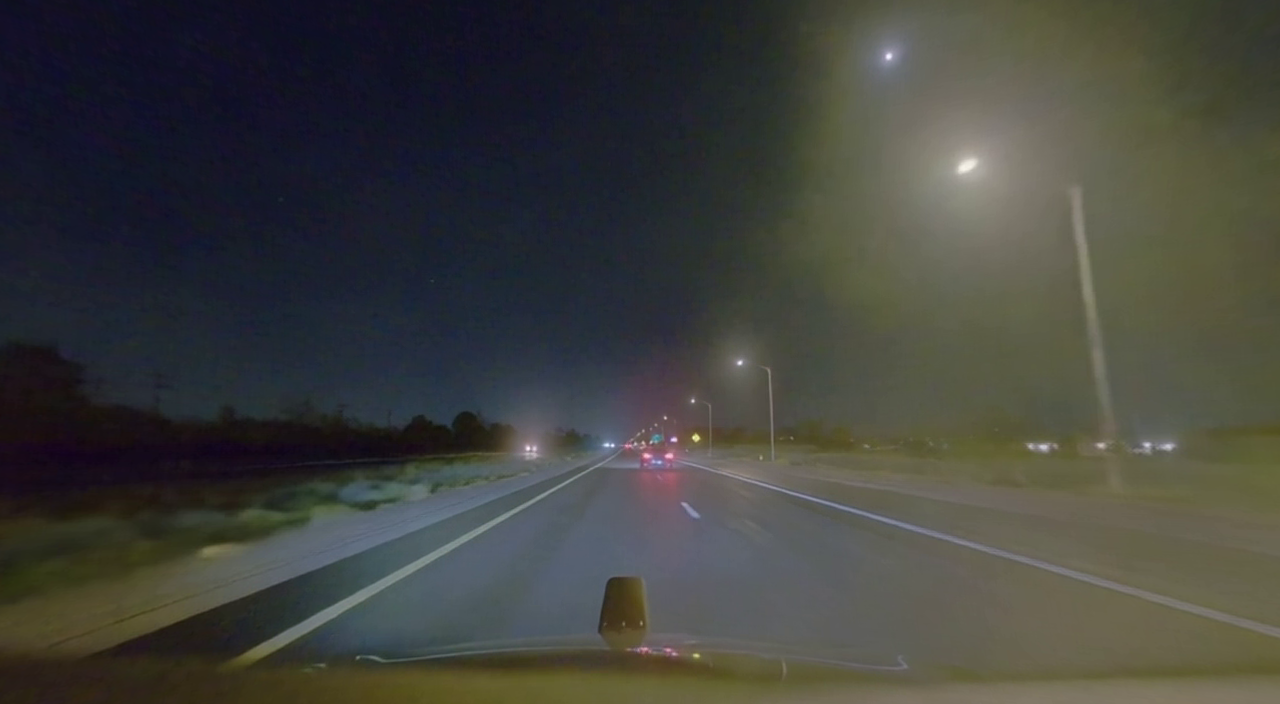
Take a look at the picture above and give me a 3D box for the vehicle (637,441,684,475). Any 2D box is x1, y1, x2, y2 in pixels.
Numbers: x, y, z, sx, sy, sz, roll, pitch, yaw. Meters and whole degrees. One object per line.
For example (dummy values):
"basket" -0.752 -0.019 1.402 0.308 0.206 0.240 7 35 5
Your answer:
"vehicle" 0.880 4.939 29.659 1.991 1.475 4.302 0 -8 -1
